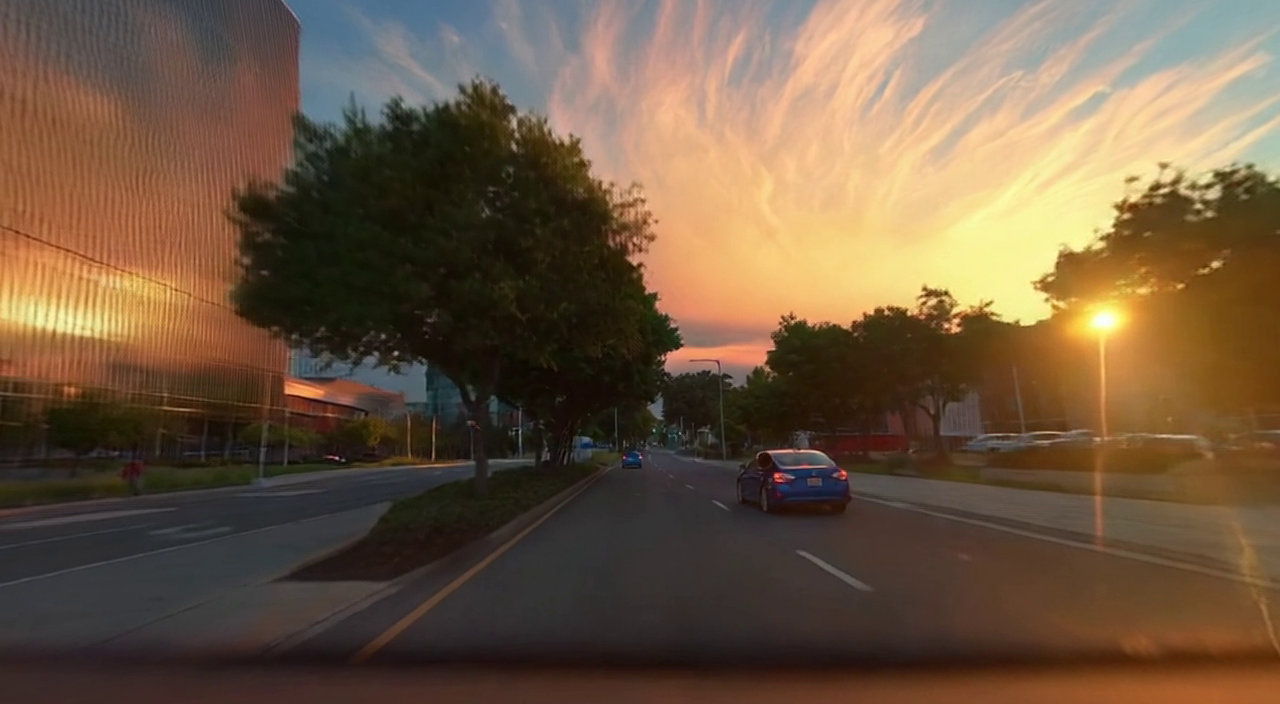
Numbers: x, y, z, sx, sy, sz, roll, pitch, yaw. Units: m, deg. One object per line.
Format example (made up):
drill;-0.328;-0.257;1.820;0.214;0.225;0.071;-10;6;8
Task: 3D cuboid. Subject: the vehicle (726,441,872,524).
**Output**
vehicle;3.216;2.724;13.719;1.993;1.501;4.127;0;-9;-2
